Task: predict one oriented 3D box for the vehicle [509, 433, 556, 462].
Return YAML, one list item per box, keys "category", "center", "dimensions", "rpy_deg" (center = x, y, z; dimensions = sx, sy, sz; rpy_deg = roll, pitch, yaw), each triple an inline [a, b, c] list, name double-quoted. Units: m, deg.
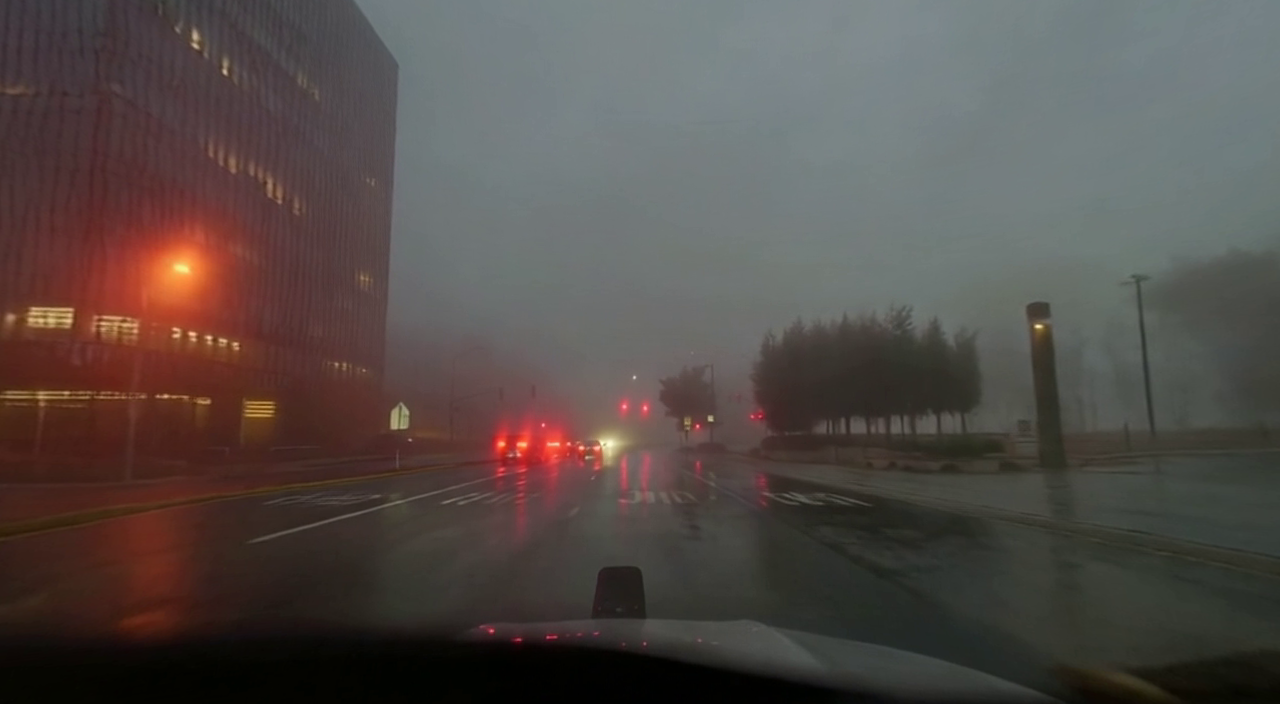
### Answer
- category: "vehicle"
  center: [-7.217, 6.497, 42.935]
  dimensions: [2.204, 1.844, 4.766]
  rpy_deg: [0, -9, 2]
